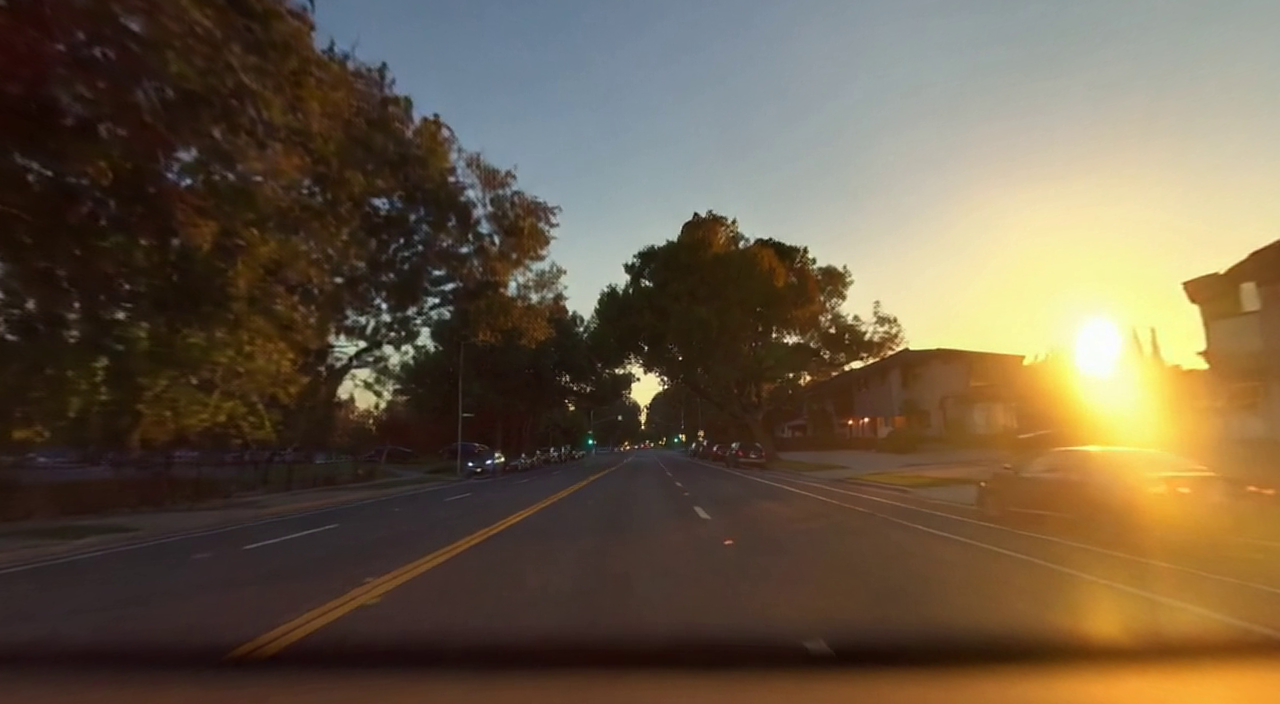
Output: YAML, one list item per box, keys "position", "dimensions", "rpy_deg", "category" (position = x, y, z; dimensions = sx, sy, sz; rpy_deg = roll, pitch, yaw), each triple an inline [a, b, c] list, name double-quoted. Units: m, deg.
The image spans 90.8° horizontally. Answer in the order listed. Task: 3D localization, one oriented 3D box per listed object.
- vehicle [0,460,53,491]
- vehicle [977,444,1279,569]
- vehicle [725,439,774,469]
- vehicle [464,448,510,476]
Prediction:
- position: [-32.967, 6.361, 32.541]
  dimensions: [1.736, 1.437, 3.766]
  rpy_deg: [0, -8, 1]
  category: "vehicle"
- position: [7.138, 2.110, 9.488]
  dimensions: [1.854, 1.425, 4.316]
  rpy_deg: [-1, -8, 1]
  category: "vehicle"
- position: [7.552, 7.094, 44.274]
  dimensions: [2.224, 1.956, 6.057]
  rpy_deg: [0, -8, -1]
  category: "vehicle"
- position: [-10.621, 7.637, 44.028]
  dimensions: [1.996, 1.781, 4.139]
  rpy_deg: [-3, -9, 2]
  category: "vehicle"
